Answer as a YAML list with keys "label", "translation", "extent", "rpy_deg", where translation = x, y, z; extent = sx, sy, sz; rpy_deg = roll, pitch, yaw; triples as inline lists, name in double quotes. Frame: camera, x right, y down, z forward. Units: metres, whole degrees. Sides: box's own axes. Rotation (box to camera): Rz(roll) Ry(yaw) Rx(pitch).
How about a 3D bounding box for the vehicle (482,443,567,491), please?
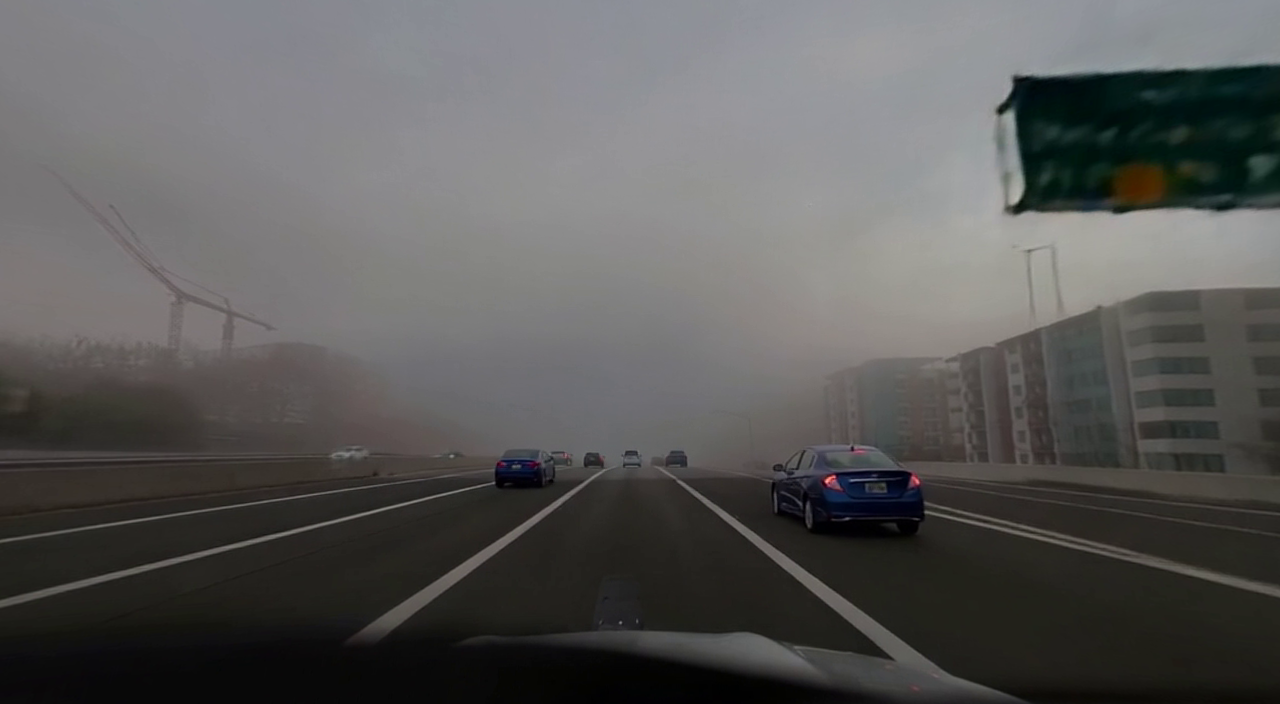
- label: "vehicle"
  translation: [-3.955, 4.019, 22.491]
  extent: [2.136, 1.512, 4.488]
  rpy_deg: [0, -8, 1]

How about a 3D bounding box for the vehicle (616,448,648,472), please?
- label: "vehicle"
  translation: [-0.531, 7.258, 42.686]
  extent: [2.019, 1.472, 3.971]
  rpy_deg: [0, -8, -1]

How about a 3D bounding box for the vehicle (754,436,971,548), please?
- label: "vehicle"
  translation: [3.408, 2.221, 10.792]
  extent: [1.995, 1.486, 4.463]
  rpy_deg: [0, -8, -1]
